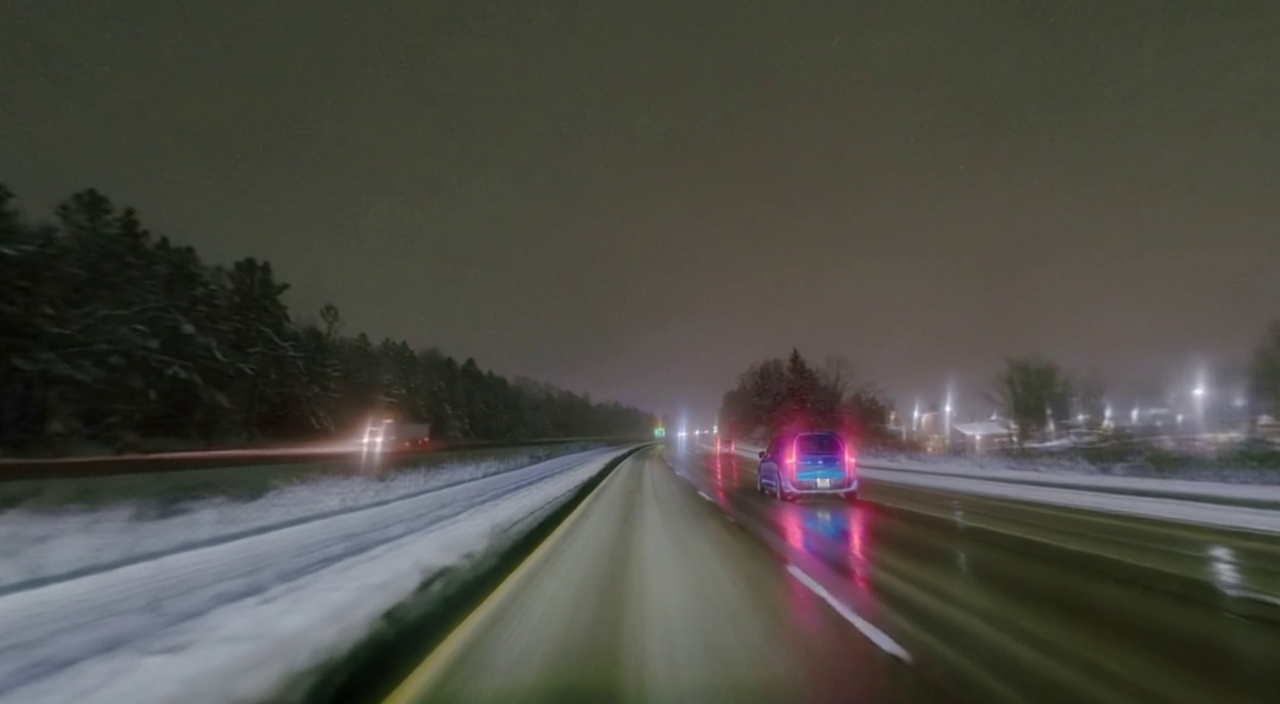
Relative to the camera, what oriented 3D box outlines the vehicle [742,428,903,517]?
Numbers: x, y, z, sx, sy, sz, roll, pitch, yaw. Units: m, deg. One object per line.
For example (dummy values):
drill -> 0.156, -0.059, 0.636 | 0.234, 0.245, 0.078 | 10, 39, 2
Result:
vehicle -> 3.578, 2.450, 13.356 | 2.050, 1.546, 4.344 | 0, -8, -1
